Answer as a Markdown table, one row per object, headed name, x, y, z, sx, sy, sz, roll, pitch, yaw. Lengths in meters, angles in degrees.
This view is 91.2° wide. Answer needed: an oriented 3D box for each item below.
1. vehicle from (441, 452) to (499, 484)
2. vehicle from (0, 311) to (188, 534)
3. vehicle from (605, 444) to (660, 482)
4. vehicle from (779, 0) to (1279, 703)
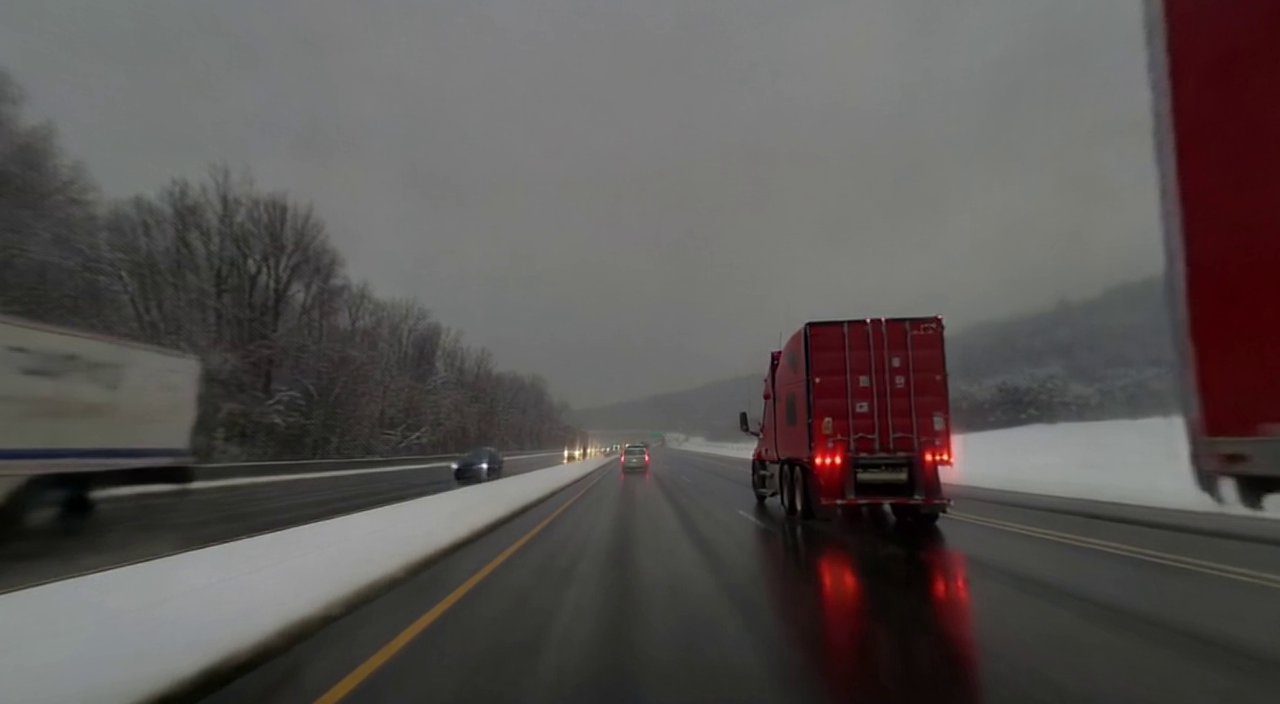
| name | x | y | z | sx | sy | sz | roll | pitch | yaw |
| --- | --- | --- | --- | --- | --- | --- | --- | --- | --- |
| vehicle | -8.381 | 5.733 | 31.258 | 1.811 | 1.474 | 3.931 | -1 | -9 | 0 |
| vehicle | -13.245 | 0.951 | 9.306 | 2.948 | 4.058 | 13.770 | -1 | -9 | -1 |
| vehicle | -0.322 | 4.850 | 27.547 | 2.244 | 1.506 | 4.097 | 0 | -9 | -1 |
| vehicle | 4.464 | -0.056 | 4.884 | 3.317 | 4.020 | 14.141 | 0 | -9 | -1 |
